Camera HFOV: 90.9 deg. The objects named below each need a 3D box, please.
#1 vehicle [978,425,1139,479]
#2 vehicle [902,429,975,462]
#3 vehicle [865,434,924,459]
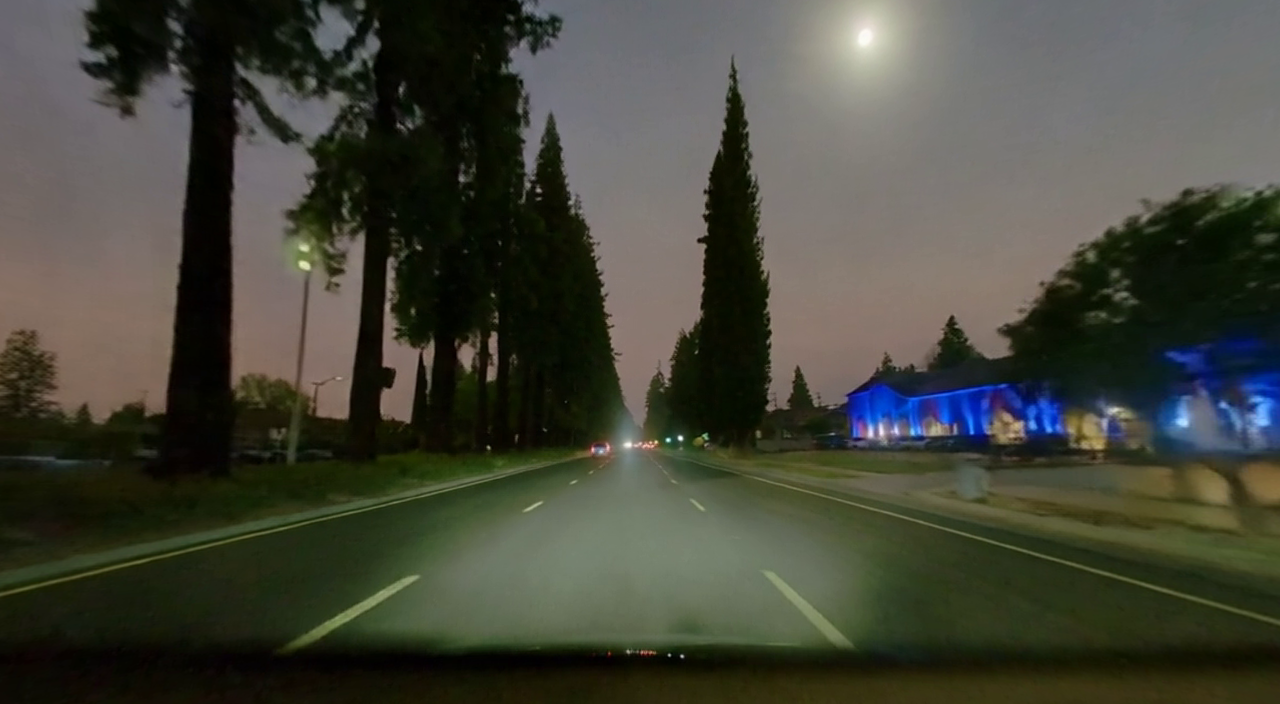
[{"bbox_3d":[12.604,2.997,18.945,4.630,1.461,1.817,4,-9,-26],"label":"vehicle"},{"bbox_3d":[16.342,5.144,34.769,2.046,1.714,4.199,0,-8,1],"label":"vehicle"},{"bbox_3d":[16.394,6.161,40.882,1.968,1.511,4.497,0,-9,0],"label":"vehicle"}]
